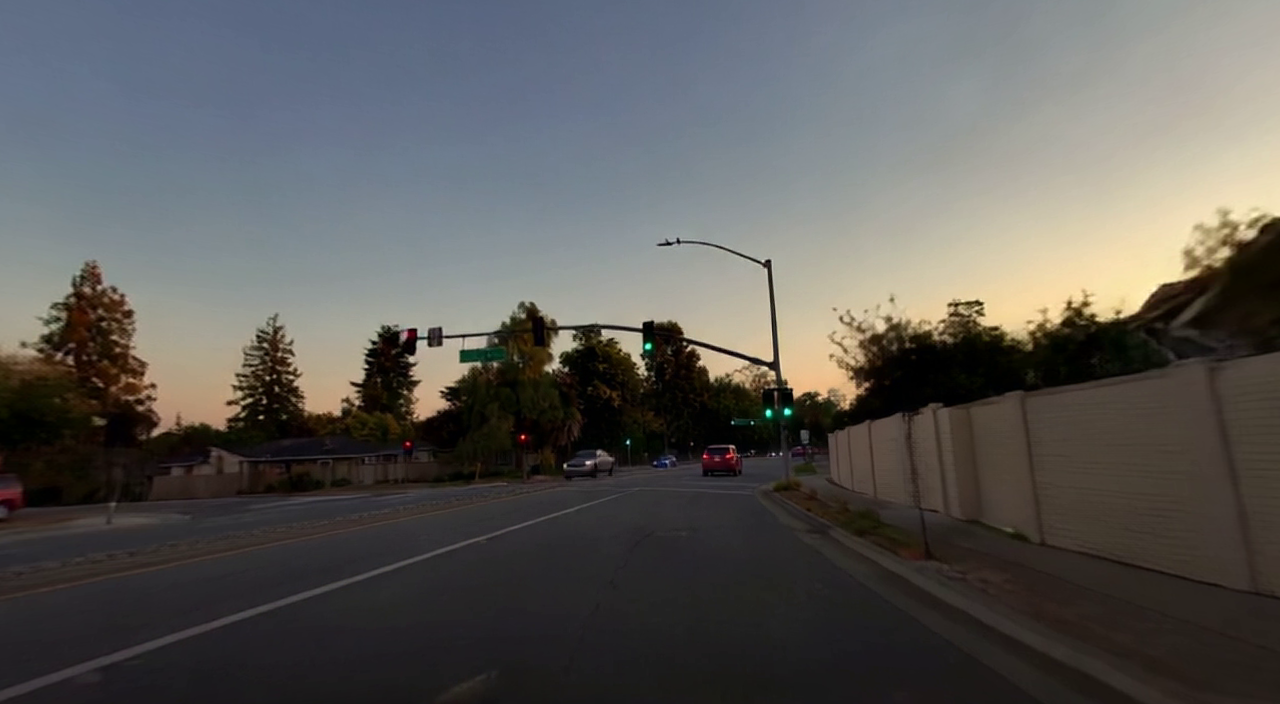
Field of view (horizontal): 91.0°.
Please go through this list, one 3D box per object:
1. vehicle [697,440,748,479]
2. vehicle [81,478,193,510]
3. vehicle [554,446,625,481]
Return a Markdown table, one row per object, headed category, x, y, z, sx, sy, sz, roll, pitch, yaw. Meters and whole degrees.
| category | x | y | z | sx | sy | sz | roll | pitch | yaw |
| --- | --- | --- | --- | --- | --- | --- | --- | --- | --- |
| vehicle | 4.441 | 5.613 | 33.225 | 2.059 | 1.908 | 4.714 | -2 | -9 | 14 |
| vehicle | -31.096 | 8.769 | 39.056 | 4.697 | 1.691 | 2.486 | 1 | -9 | -5 |
| vehicle | -3.156 | 7.245 | 41.489 | 2.369 | 2.041 | 6.995 | -3 | -9 | 16 |
